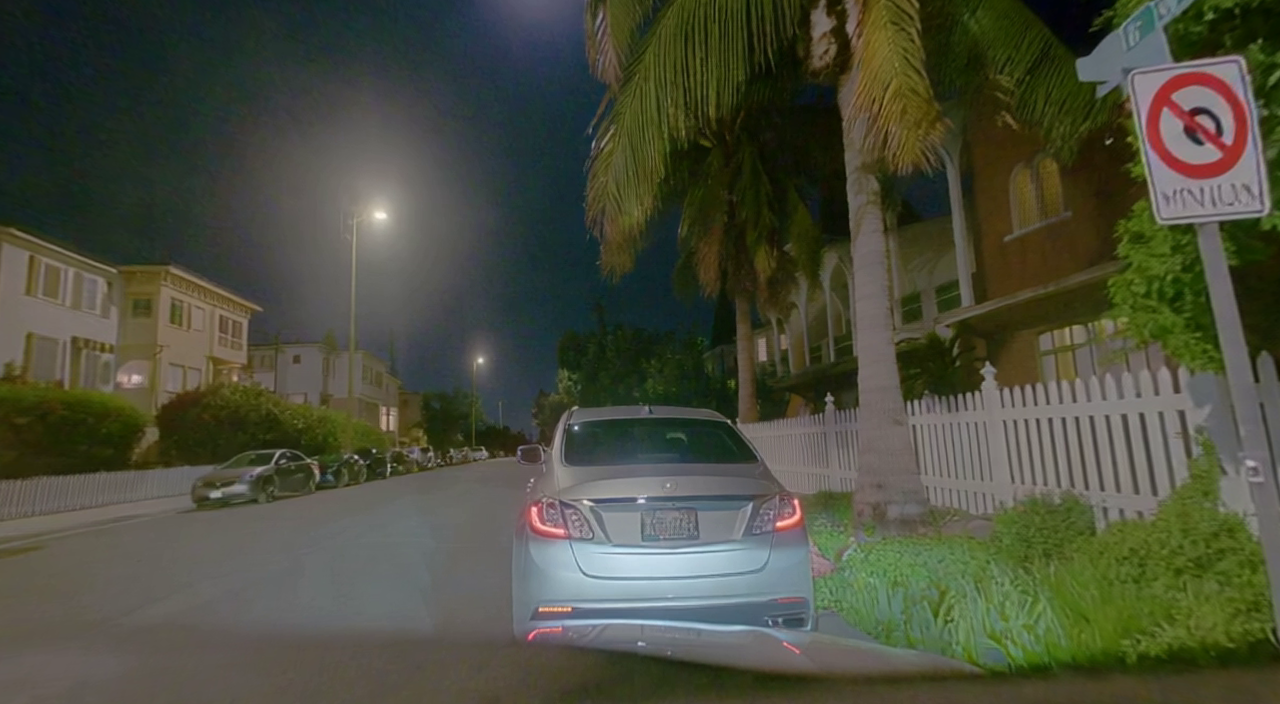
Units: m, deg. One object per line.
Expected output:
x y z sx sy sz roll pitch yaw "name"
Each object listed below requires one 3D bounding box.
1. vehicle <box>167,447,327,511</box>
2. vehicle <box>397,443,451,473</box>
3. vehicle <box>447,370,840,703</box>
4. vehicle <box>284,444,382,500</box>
-11.400 3.654 18.794 2.017 1.627 5.039 1 -8 -7 "vehicle"
-13.167 6.466 38.668 2.060 1.689 4.999 1 -8 -7 "vehicle"
-0.140 1.218 4.993 1.894 1.695 3.795 1 -8 -6 "vehicle"
-12.155 4.705 25.275 2.048 1.485 4.757 -4 -4 -8 "vehicle"
